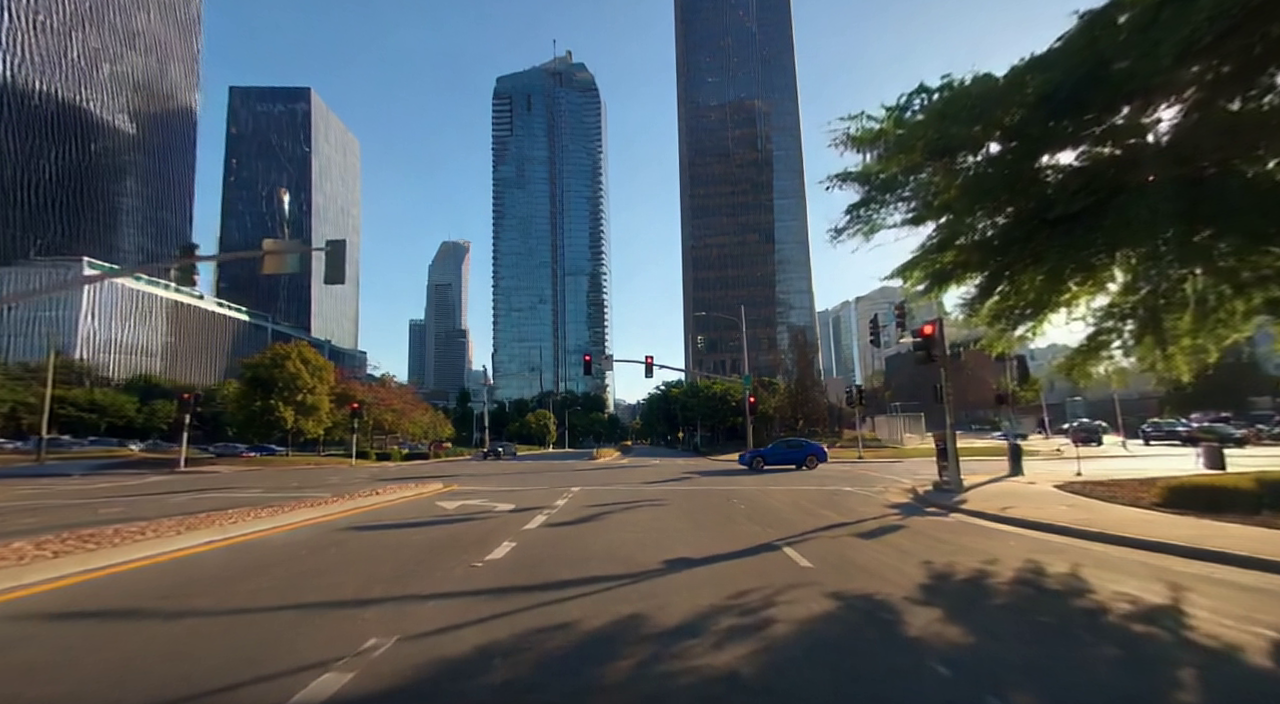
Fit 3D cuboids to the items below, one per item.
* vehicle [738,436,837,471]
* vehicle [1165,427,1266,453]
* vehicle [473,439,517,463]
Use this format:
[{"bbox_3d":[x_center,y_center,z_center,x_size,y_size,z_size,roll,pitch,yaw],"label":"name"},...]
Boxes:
[{"bbox_3d":[7.092,4.919,30.551,4.218,1.572,2.065,1,-9,-5],"label":"vehicle"},{"bbox_3d":[40.629,6.262,44.549,4.625,1.741,2.395,0,-9,3],"label":"vehicle"},{"bbox_3d":[-11.387,7.822,49.794,2.069,1.771,4.947,0,-9,3],"label":"vehicle"}]
